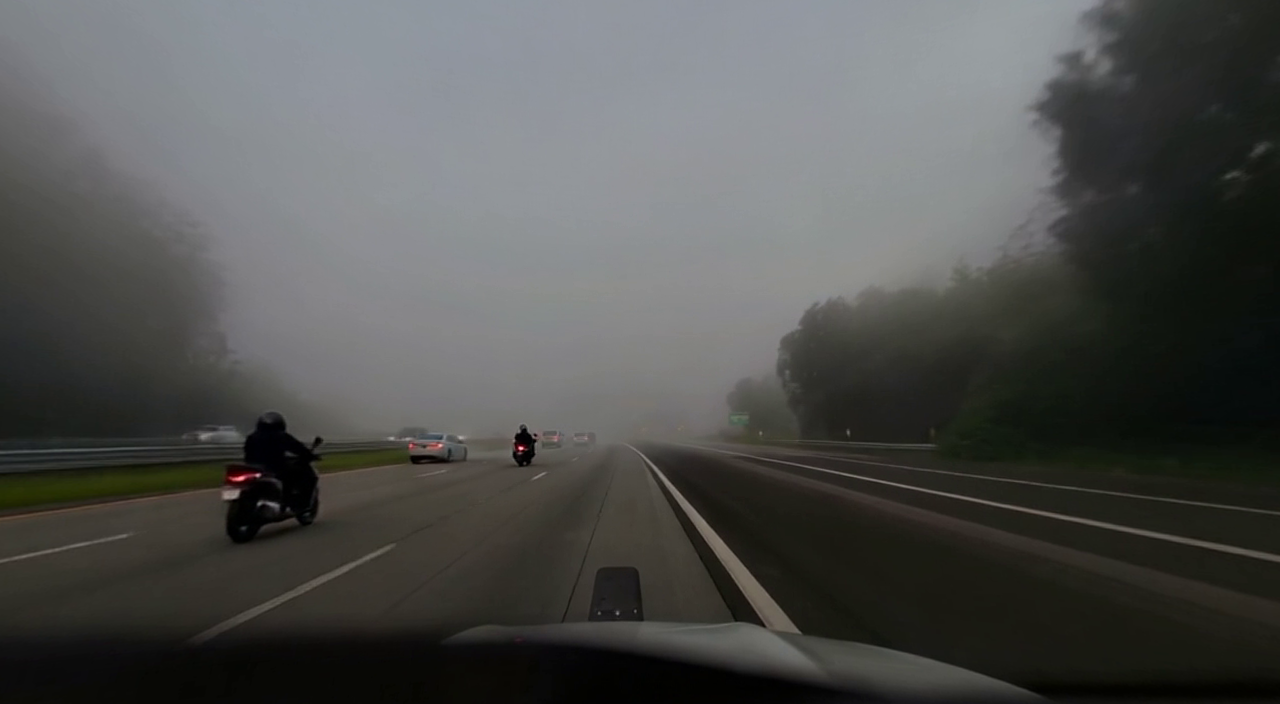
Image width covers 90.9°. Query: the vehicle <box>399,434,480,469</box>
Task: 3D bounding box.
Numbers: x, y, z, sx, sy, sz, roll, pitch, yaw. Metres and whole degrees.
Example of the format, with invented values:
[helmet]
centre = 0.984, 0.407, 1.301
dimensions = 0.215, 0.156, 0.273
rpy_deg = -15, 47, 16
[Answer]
[vehicle]
centre = -8.692, 4.324, 27.798
dimensions = 2.053, 1.409, 4.704
rpy_deg = 0, -8, -1
